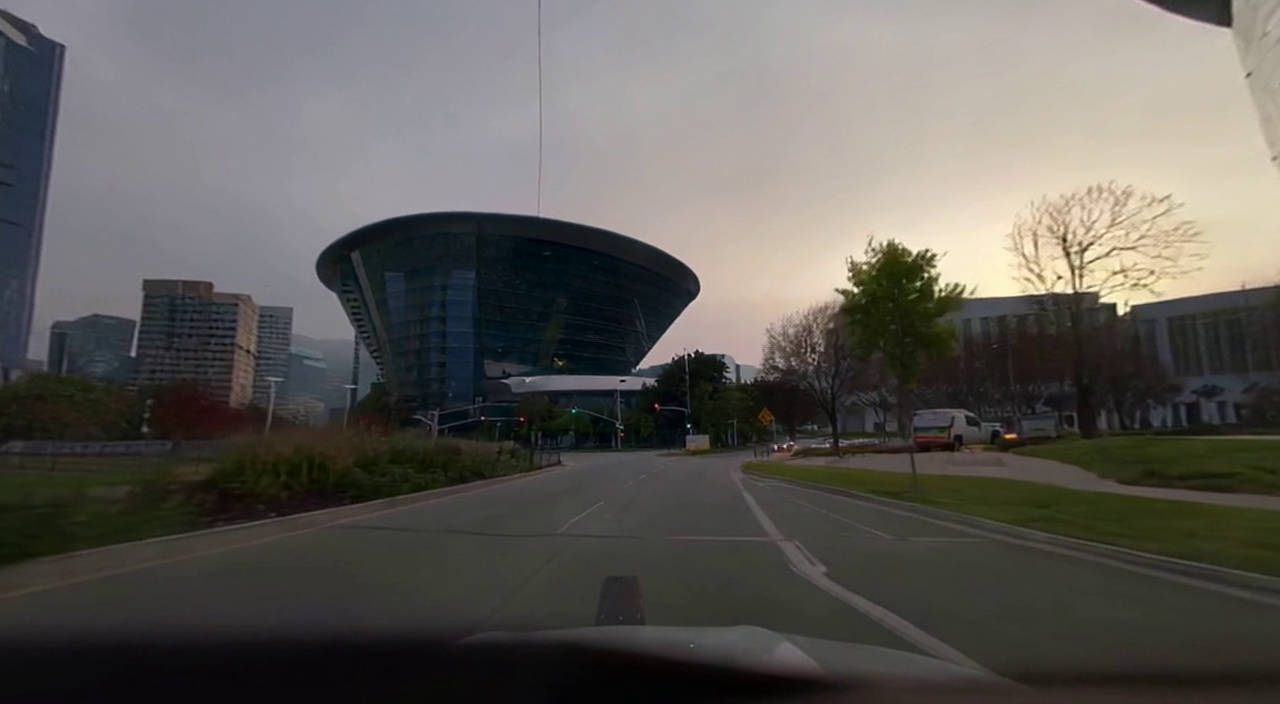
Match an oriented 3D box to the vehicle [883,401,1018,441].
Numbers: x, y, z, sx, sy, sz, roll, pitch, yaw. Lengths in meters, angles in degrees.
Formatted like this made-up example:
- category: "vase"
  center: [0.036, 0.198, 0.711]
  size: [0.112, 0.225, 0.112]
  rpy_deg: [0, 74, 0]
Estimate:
- category: "vehicle"
  center: [15.787, 3.596, 32.384]
  size: [5.745, 1.902, 2.244]
  rpy_deg: [-1, -9, 11]
